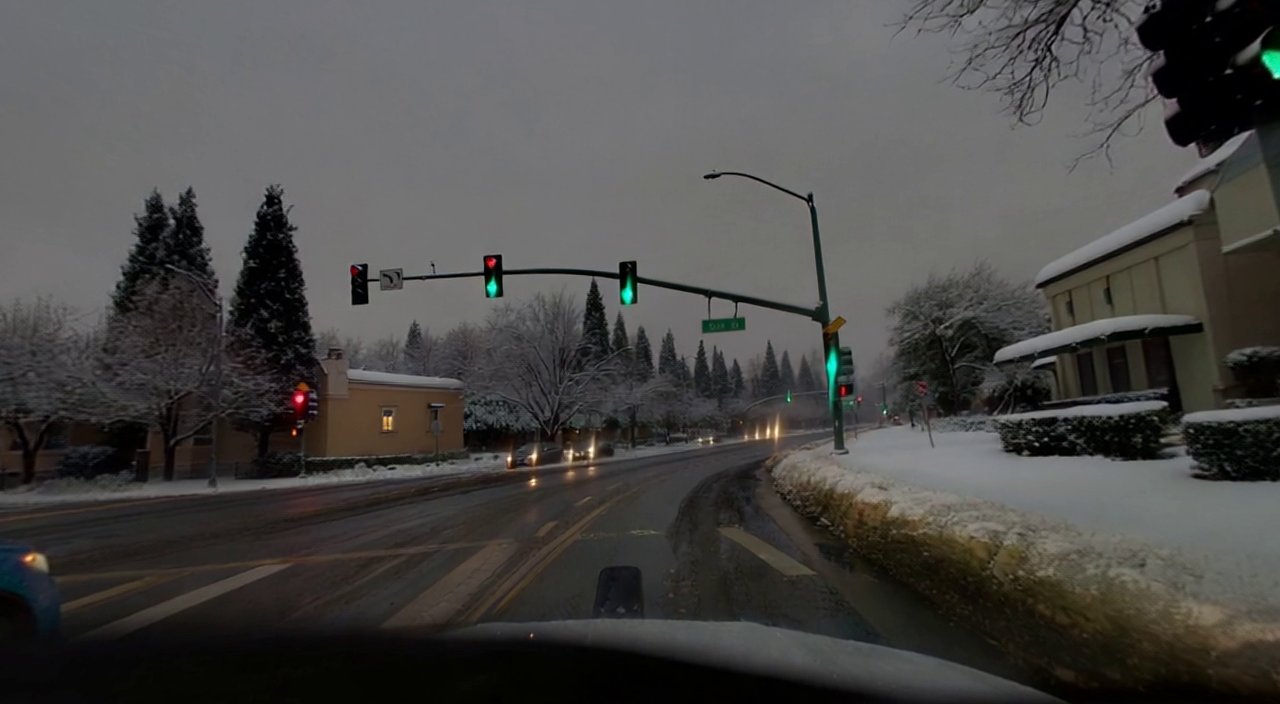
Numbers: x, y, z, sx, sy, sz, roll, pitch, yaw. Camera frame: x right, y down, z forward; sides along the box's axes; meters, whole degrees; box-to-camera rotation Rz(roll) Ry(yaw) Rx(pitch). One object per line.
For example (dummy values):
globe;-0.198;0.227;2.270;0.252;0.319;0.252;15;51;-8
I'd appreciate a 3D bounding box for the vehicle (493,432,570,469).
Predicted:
vehicle;-5.669;5.231;33.632;2.181;1.792;4.648;-3;-9;16
